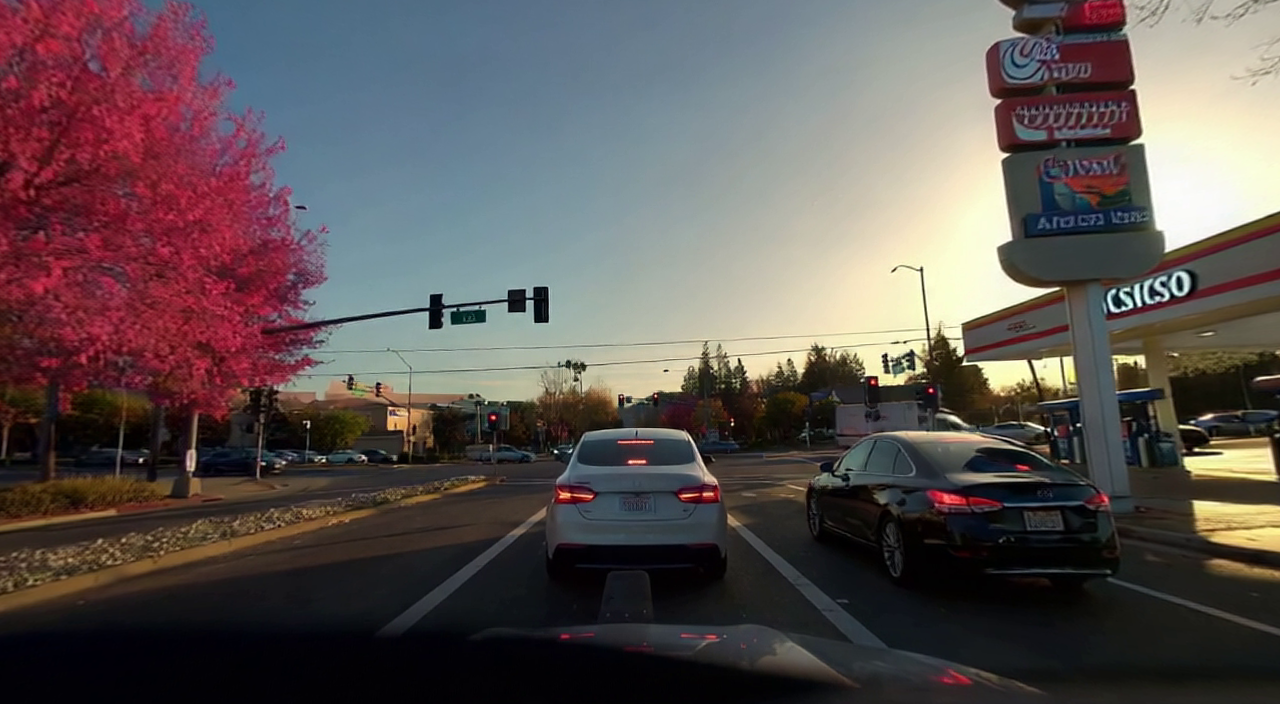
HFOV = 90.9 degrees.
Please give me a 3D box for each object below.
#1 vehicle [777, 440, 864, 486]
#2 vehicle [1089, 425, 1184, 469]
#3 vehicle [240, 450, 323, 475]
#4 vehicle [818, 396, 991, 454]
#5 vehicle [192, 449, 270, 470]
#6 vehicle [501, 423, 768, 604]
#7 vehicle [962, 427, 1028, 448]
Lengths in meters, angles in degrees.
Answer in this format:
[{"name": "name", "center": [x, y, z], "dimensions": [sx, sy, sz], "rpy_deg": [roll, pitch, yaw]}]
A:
[{"name": "vehicle", "center": [6.508, 4.041, 23.285], "dimensions": [1.942, 1.511, 4.390], "rpy_deg": [0, -8, 0]}, {"name": "vehicle", "center": [18.584, 3.537, 23.533], "dimensions": [4.300, 1.495, 2.053], "rpy_deg": [8, -11, -43]}, {"name": "vehicle", "center": [-23.015, 7.069, 40.506], "dimensions": [4.609, 1.465, 1.944], "rpy_deg": [-3, -9, 17]}, {"name": "vehicle", "center": [18.542, 5.330, 45.048], "dimensions": [10.890, 3.868, 3.021], "rpy_deg": [-3, -9, 19]}, {"name": "vehicle", "center": [-29.536, 7.792, 45.561], "dimensions": [4.466, 1.438, 1.837], "rpy_deg": [-1, -8, 5]}, {"name": "vehicle", "center": [-0.066, 1.643, 7.334], "dimensions": [2.213, 1.482, 4.057], "rpy_deg": [0, -8, -1]}, {"name": "vehicle", "center": [27.238, 6.575, 48.399], "dimensions": [3.968, 1.572, 1.740], "rpy_deg": [0, -9, 3]}]
